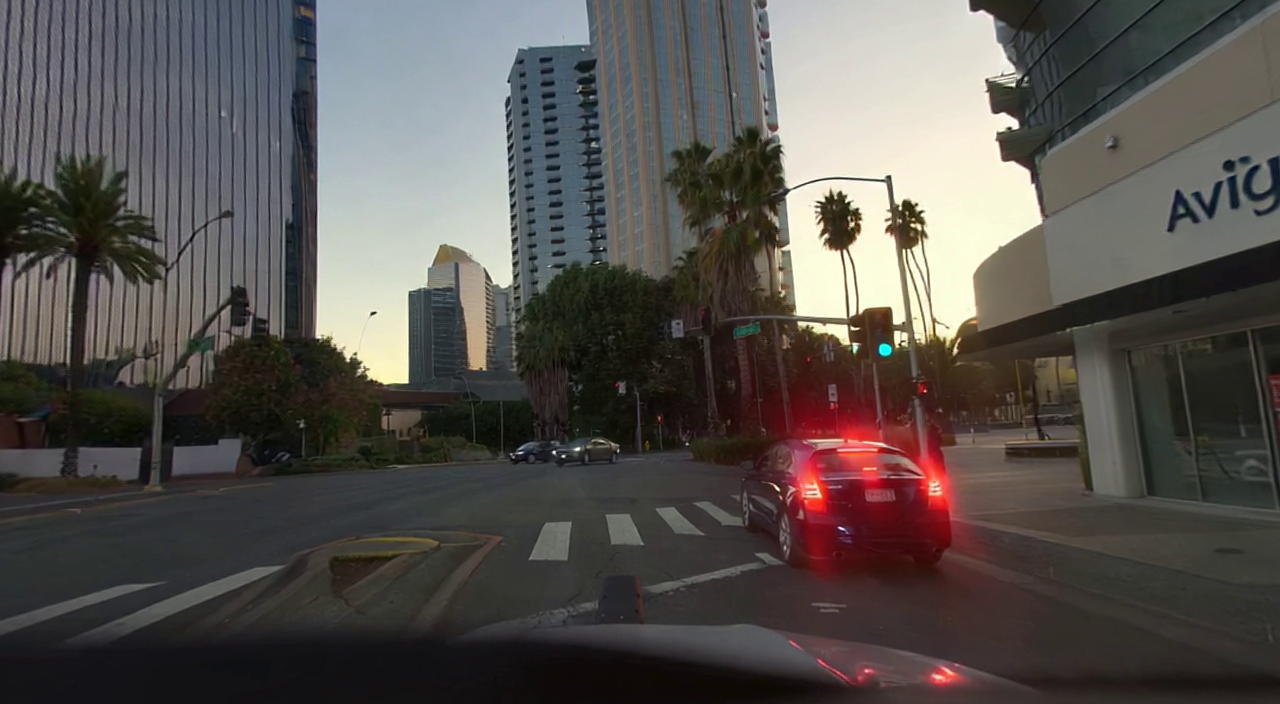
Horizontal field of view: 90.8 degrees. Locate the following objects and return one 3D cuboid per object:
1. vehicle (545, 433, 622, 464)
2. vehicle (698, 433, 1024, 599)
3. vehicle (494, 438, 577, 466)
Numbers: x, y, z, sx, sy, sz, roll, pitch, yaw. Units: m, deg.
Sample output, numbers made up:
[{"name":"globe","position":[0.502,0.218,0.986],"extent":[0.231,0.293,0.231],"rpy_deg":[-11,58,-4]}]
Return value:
[{"name":"vehicle","position":[-2.870,5.059,33.309],"extent":[2.052,1.478,4.395],"rpy_deg":[-4,-9,26]},{"name":"vehicle","position":[2.253,1.822,8.140],"extent":[2.090,1.466,4.676],"rpy_deg":[1,-8,-6]},{"name":"vehicle","position":[-5.949,5.773,36.540],"extent":[1.896,1.492,4.808],"rpy_deg":[-6,-10,34]}]
